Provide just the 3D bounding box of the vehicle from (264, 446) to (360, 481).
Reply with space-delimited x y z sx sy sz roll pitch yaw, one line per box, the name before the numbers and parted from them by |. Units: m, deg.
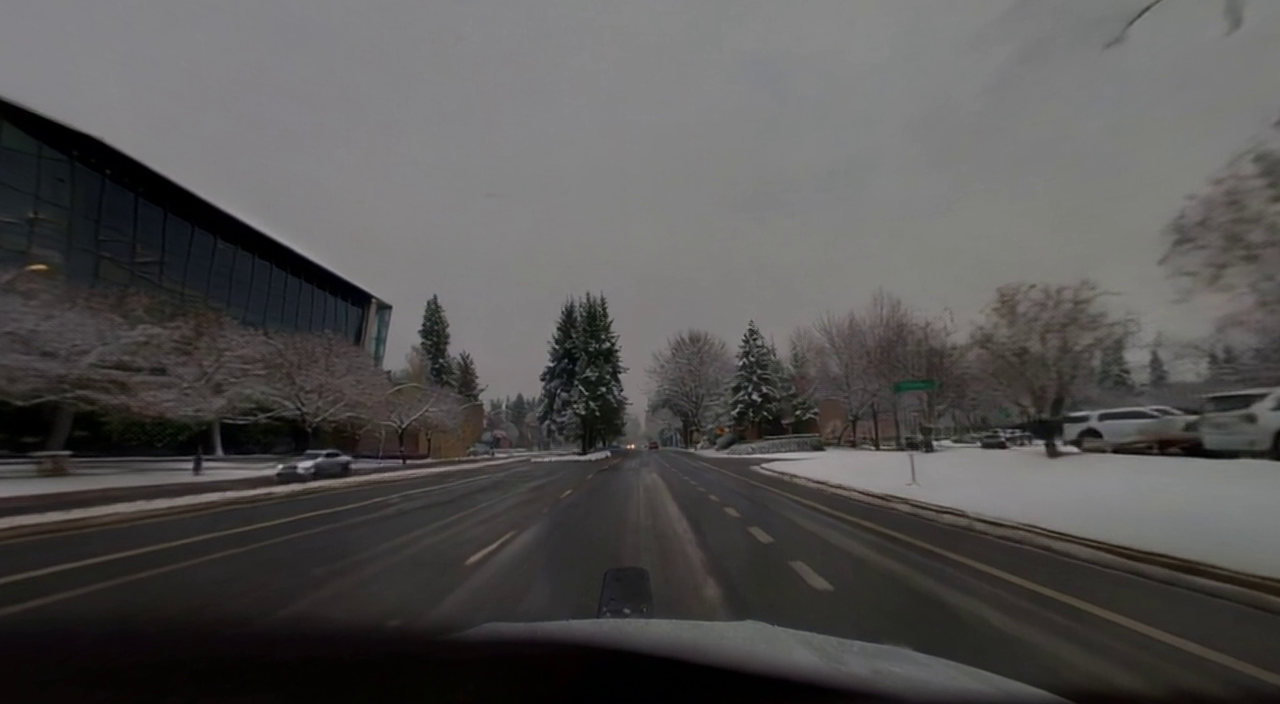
vehicle | -15.522 5.256 30.167 1.982 1.504 4.683 0 -8 1
